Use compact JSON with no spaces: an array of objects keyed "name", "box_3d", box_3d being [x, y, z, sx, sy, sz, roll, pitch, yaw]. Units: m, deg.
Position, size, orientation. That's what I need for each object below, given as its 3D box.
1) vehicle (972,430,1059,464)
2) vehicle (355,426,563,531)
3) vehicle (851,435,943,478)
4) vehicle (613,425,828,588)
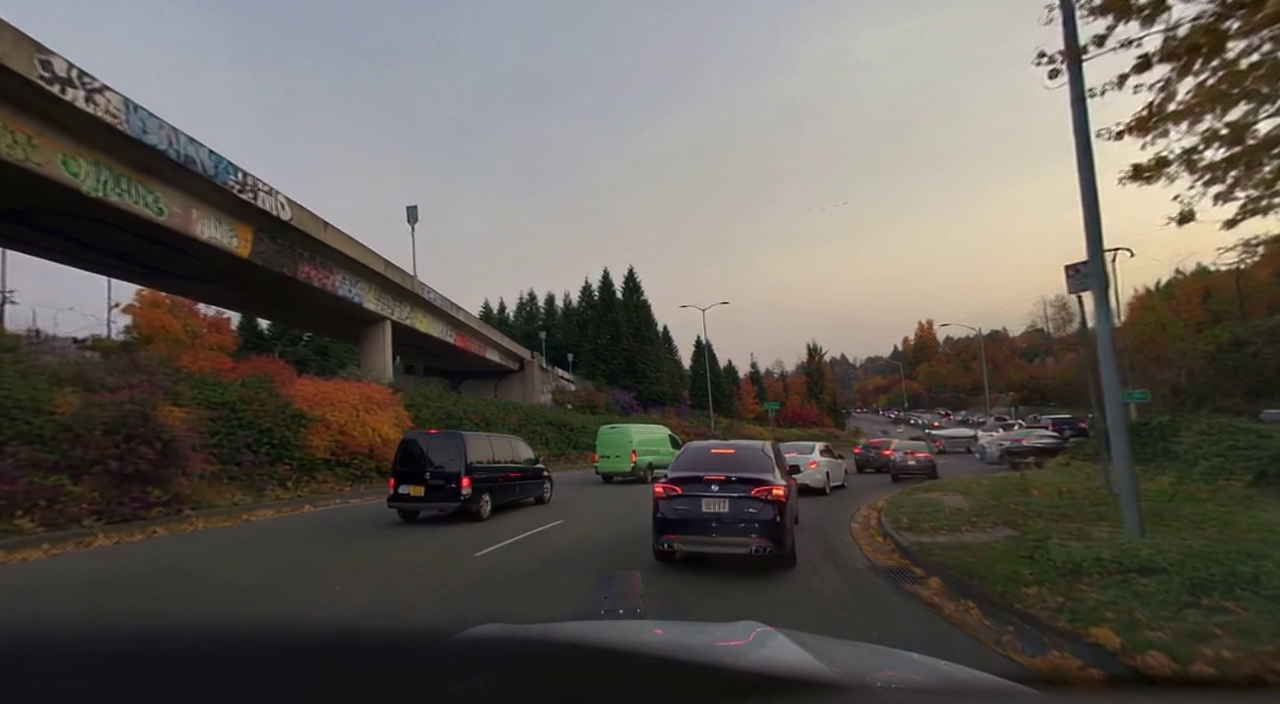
[{"name":"vehicle","box_3d":[17.505,4.438,29.195,3.934,1.485,1.763,5,-10,-32]},{"name":"vehicle","box_3d":[-3.043,2.245,11.620,1.921,1.554,4.081,-2,-9,13]},{"name":"vehicle","box_3d":[9.719,3.890,23.538,1.780,1.446,3.902,-9,-12,44]},{"name":"vehicle","box_3d":[1.261,1.788,8.037,2.064,1.515,3.722,-3,-9,17]}]
